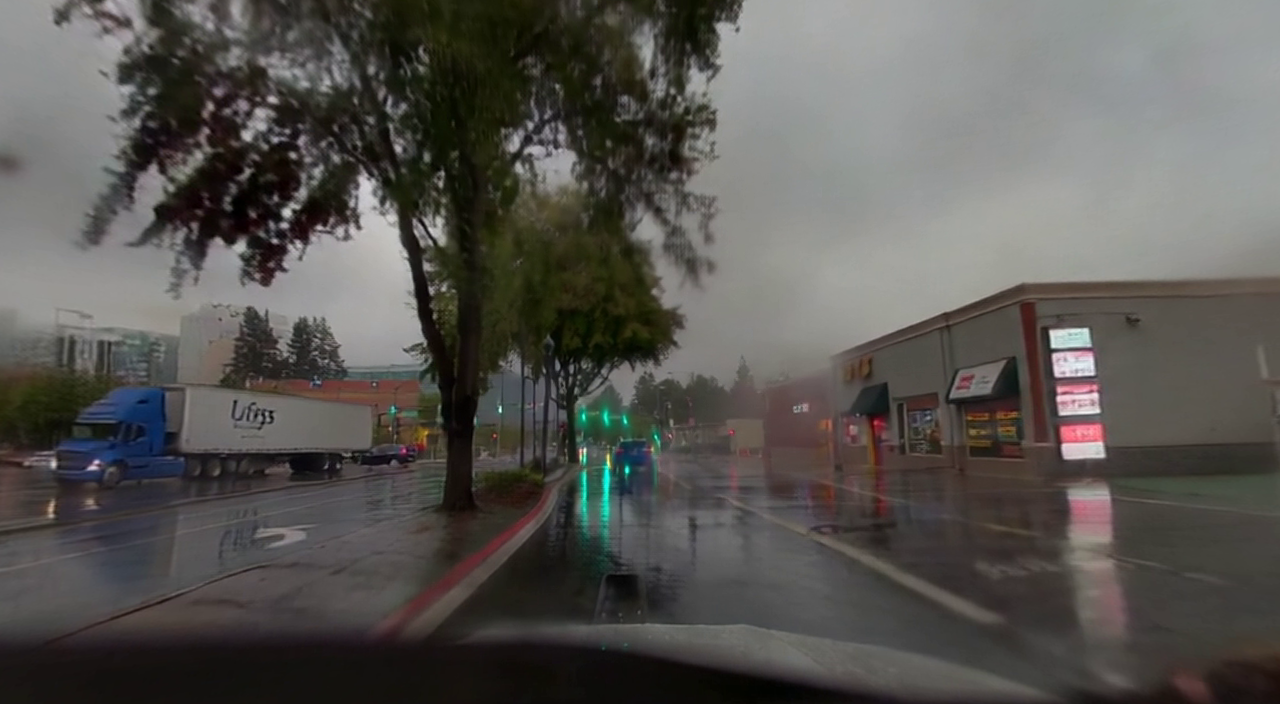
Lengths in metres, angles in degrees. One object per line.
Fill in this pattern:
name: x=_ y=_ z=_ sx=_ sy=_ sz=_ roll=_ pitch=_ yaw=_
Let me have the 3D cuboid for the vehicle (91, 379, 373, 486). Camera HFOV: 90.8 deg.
vehicle: x=-18.194 y=3.924 z=30.014 sx=2.792 sy=4.025 sz=11.784 roll=-3 pitch=-9 yaw=19

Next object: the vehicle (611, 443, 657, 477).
vehicle: x=-0.220 y=4.938 z=29.129 sx=2.006 sy=1.470 sz=3.799 roll=0 pitch=-8 yaw=1

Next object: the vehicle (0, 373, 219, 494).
vehicle: x=-20.231 y=3.139 z=24.091 sx=3.045 sy=3.961 sz=6.104 roll=-3 pitch=-9 yaw=18
